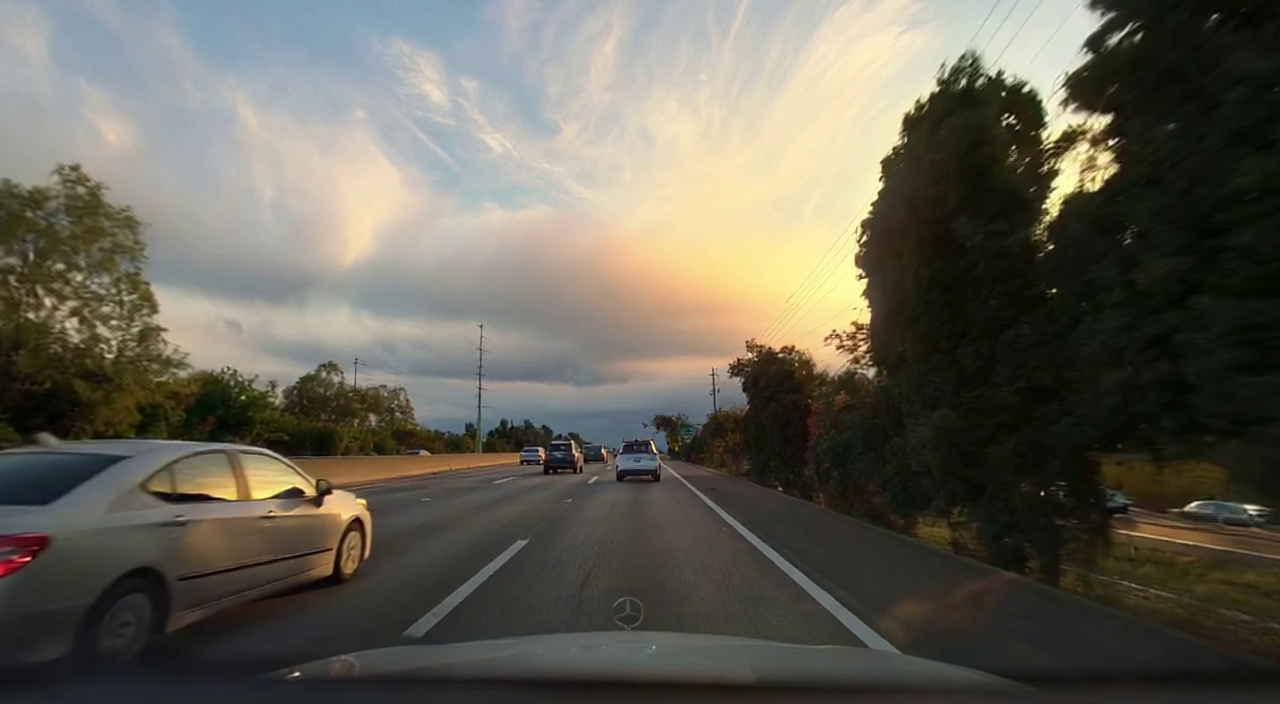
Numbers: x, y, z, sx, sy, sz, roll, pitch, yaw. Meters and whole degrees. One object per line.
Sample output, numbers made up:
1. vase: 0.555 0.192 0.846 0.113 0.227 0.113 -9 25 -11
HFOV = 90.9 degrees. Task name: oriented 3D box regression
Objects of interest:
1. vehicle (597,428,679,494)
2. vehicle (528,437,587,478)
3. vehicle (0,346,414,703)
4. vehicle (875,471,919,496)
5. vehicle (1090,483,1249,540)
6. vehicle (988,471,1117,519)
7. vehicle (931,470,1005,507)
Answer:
1. vehicle: -0.086 3.386 19.944 2.319 1.813 4.274 0 -8 -1
2. vehicle: -3.783 4.929 29.735 2.104 1.754 4.515 0 -8 1
3. vehicle: -3.359 1.107 4.164 2.117 1.665 4.365 0 -8 0
4. vehicle: 19.850 10.172 48.903 1.832 1.624 4.158 -1 -9 4
5. vehicle: 17.488 5.250 21.172 1.805 1.452 4.269 -1 -9 4
6. vehicle: 17.847 6.213 27.705 2.393 1.795 4.877 -3 -11 2
7. vehicle: 18.541 7.682 35.863 1.965 1.761 4.363 0 -9 2
